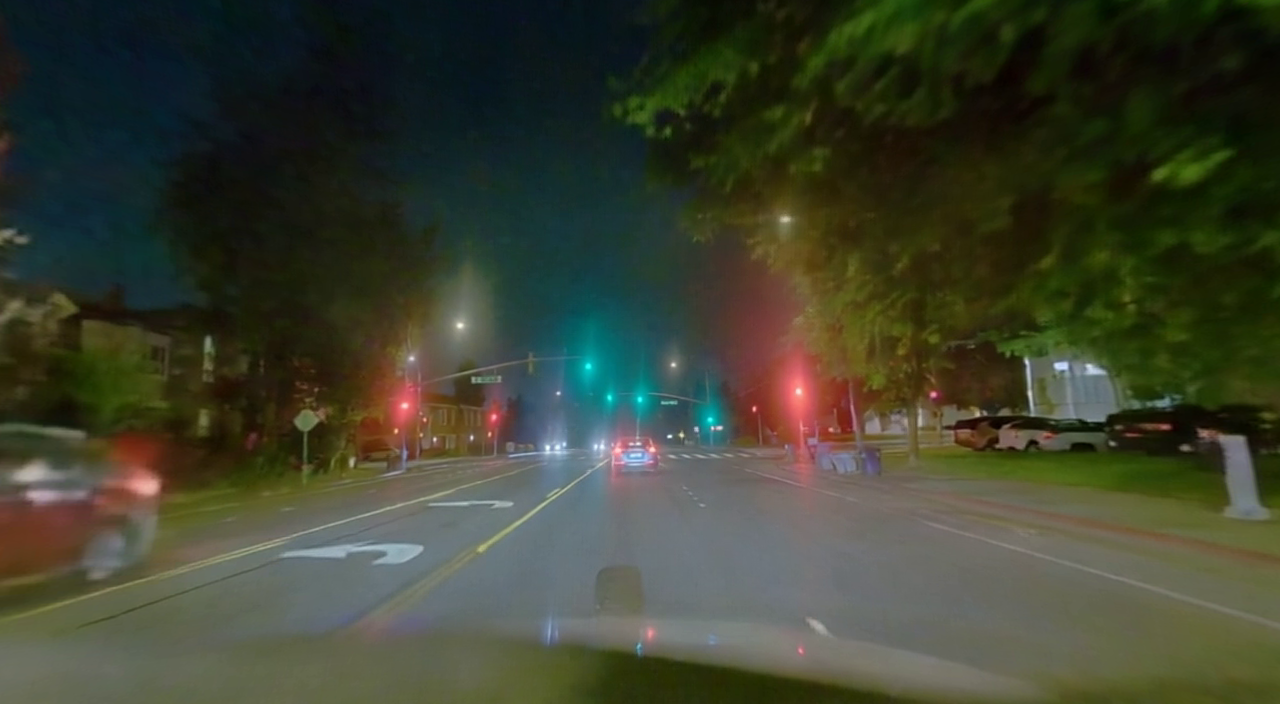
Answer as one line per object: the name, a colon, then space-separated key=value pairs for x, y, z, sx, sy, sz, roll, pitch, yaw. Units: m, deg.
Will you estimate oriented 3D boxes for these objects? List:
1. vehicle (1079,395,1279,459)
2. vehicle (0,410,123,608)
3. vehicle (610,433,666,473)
vehicle: x=16.562 y=2.304 z=19.264 sx=4.724 sy=1.814 sz=2.108 roll=0 pitch=-9 yaw=-1
vehicle: x=-6.778 y=1.266 z=4.703 sx=2.117 sy=1.756 sz=4.375 roll=0 pitch=-9 yaw=0
vehicle: x=-0.068 y=4.066 z=25.596 sx=2.104 sy=1.462 sz=3.991 roll=0 pitch=-9 yaw=0
